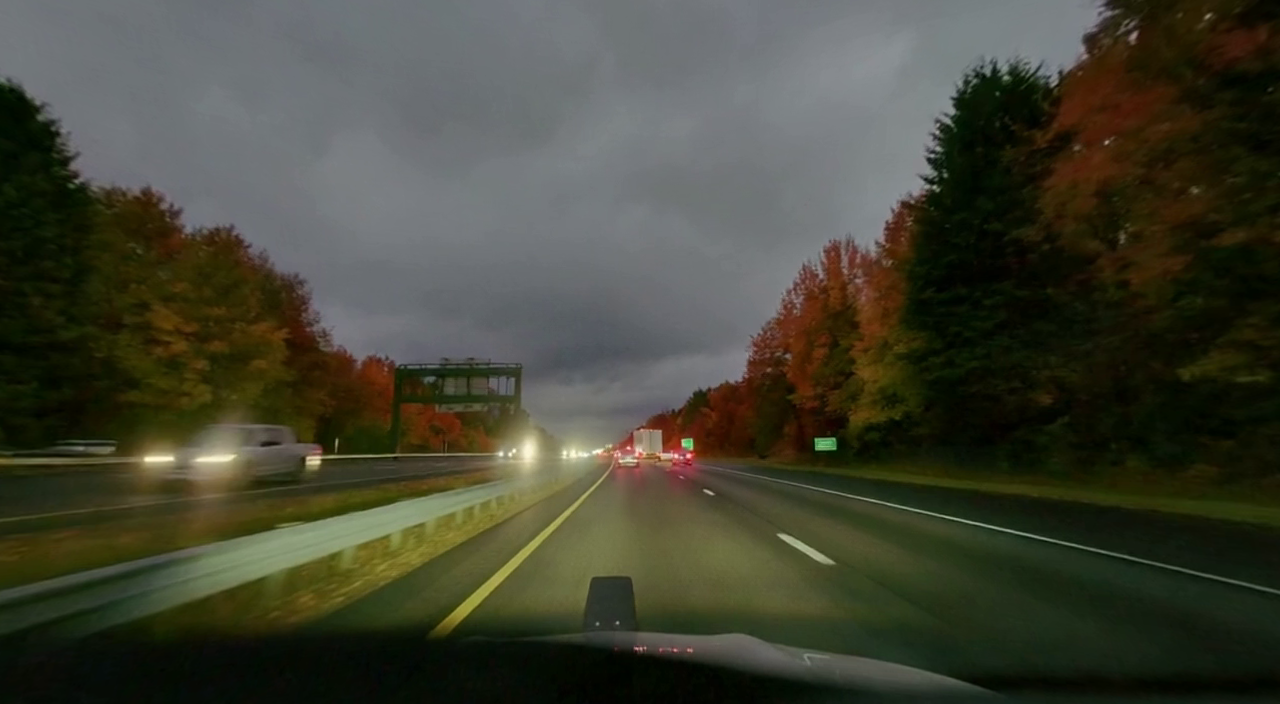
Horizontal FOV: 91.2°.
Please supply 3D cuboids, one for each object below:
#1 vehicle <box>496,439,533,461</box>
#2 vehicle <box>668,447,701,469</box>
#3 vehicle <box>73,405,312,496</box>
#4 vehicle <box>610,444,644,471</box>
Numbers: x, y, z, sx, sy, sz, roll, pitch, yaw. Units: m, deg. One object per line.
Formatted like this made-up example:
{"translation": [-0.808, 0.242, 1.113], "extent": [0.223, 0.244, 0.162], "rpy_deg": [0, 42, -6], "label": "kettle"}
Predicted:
{"translation": [-9.459, 7.435, 47.500], "extent": [1.922, 1.561, 4.160], "rpy_deg": [0, -9, -1], "label": "vehicle"}
{"translation": [3.217, 7.730, 45.935], "extent": [1.968, 1.513, 3.911], "rpy_deg": [0, -9, -2], "label": "vehicle"}
{"translation": [-8.948, 2.041, 13.102], "extent": [1.894, 1.557, 4.204], "rpy_deg": [0, -9, -1], "label": "vehicle"}
{"translation": [-0.860, 7.017, 41.948], "extent": [2.151, 1.693, 4.201], "rpy_deg": [0, -9, -1], "label": "vehicle"}
